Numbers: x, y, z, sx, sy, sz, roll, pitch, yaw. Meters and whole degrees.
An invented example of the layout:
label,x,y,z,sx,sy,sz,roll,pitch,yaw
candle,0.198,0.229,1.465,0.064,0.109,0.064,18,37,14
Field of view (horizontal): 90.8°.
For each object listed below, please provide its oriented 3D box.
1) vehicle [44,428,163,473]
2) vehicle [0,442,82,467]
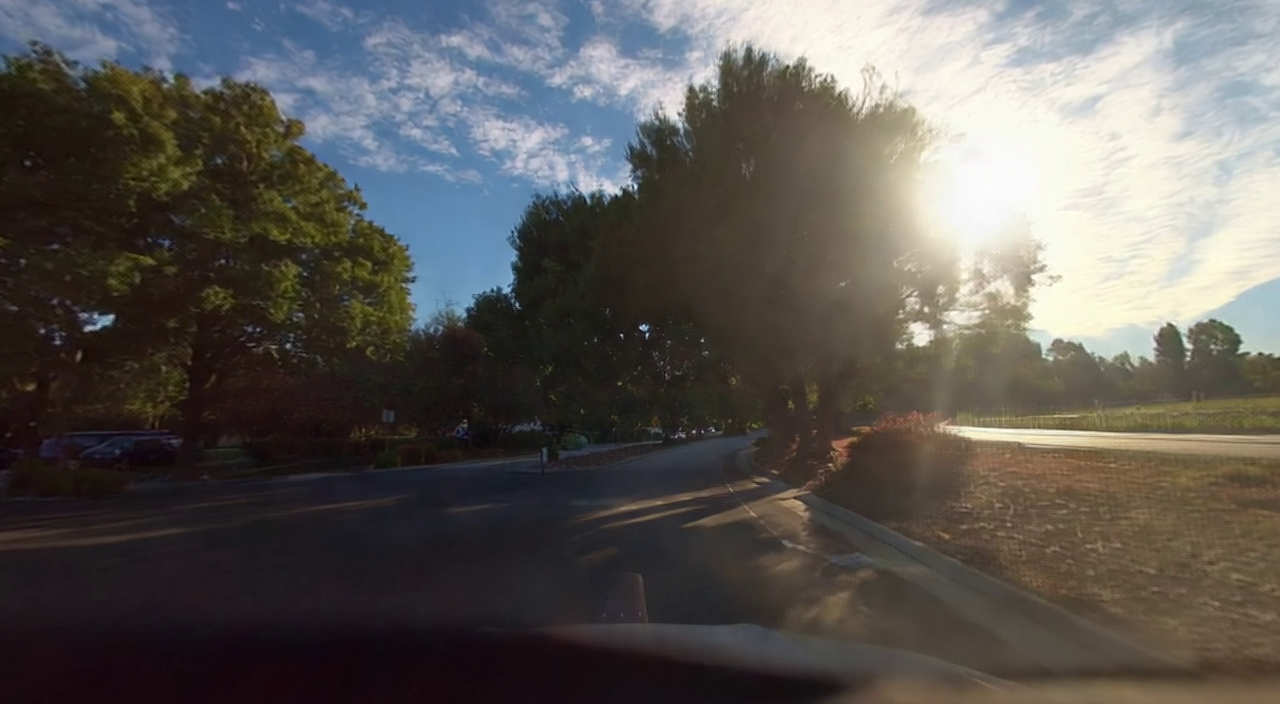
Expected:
label,x,y,z,sx,sy,sz,roll,pitch,yaw
vehicle,-28.285,5.188,33.376,4.733,1.892,1.939,-4,-4,2
vehicle,-39.628,6.724,41.510,4.258,1.584,1.843,-1,-9,5
